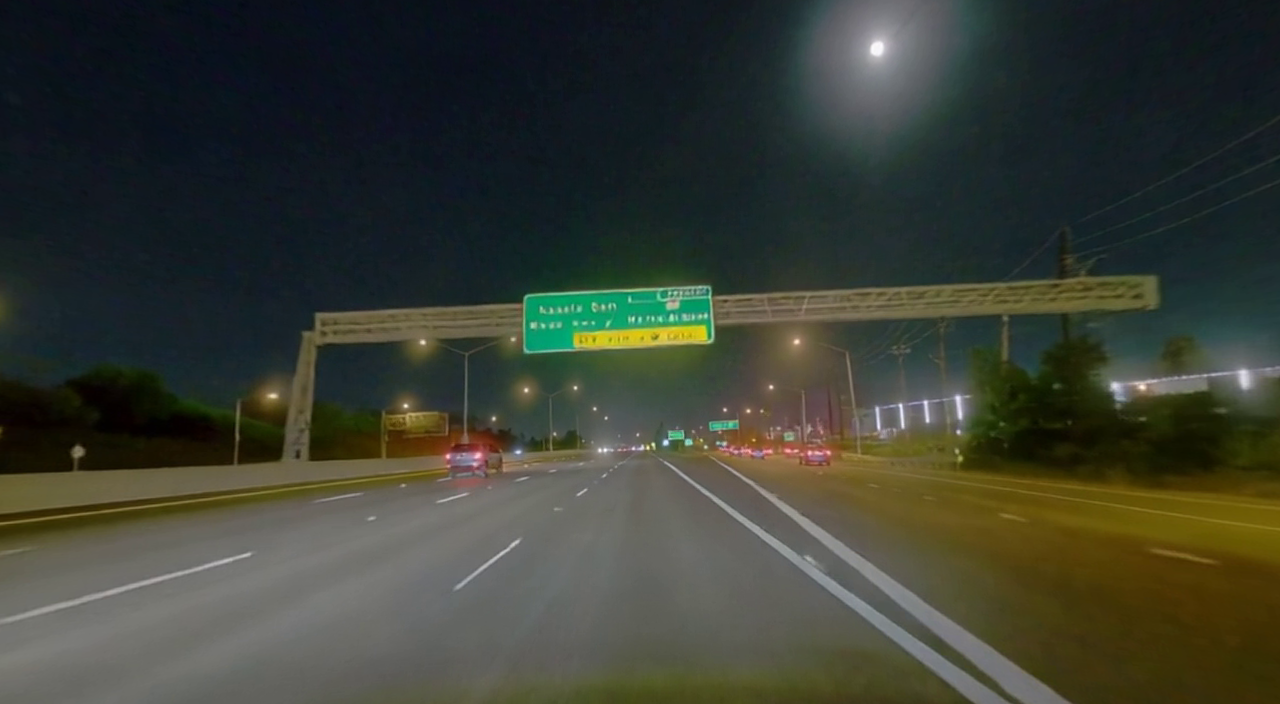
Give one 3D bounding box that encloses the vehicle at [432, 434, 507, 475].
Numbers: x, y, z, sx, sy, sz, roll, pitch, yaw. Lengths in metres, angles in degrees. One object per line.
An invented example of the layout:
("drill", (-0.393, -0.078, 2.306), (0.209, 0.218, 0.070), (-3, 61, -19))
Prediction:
("vehicle", (-9.960, 6.056, 37.345), (2.667, 2.213, 6.081), (-1, -8, 1))
